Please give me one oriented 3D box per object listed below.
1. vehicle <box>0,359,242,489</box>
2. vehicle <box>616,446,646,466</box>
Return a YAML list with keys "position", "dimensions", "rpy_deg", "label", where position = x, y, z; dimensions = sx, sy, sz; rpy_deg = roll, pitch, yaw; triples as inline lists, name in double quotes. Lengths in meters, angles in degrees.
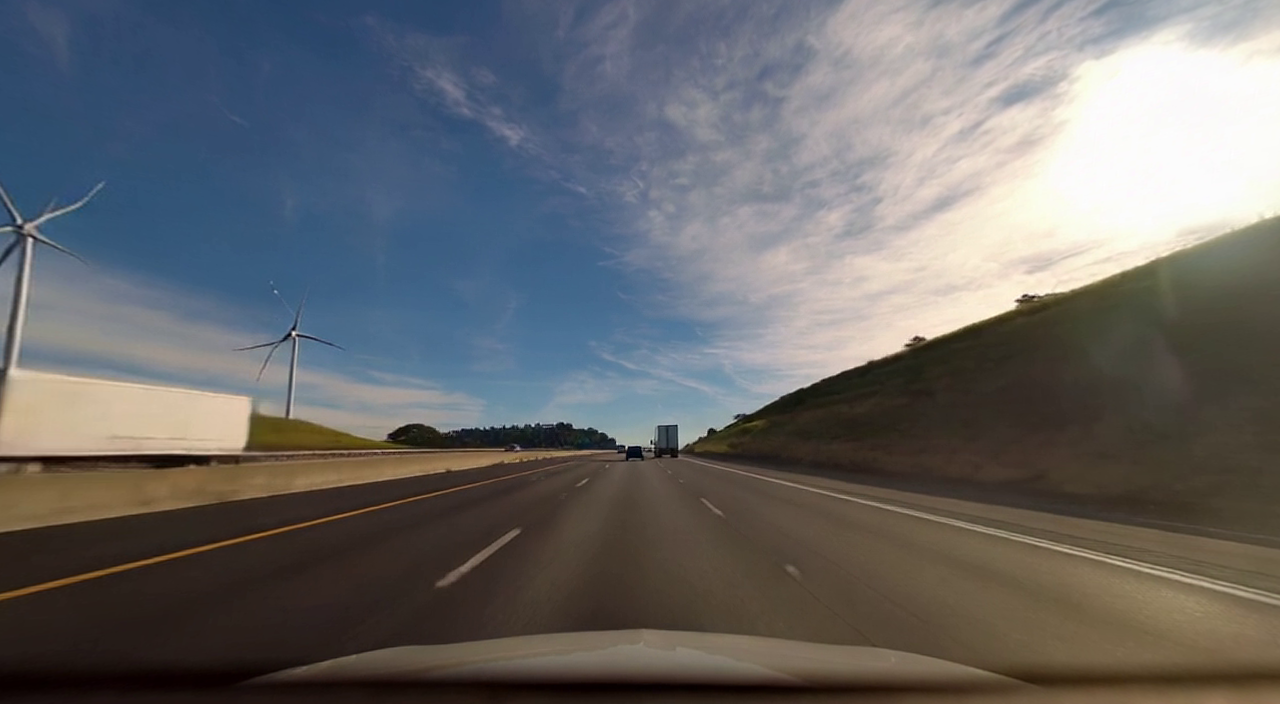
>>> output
- position: [-19.216, 2.548, 20.863]
  dimensions: [3.132, 3.540, 13.884]
  rpy_deg: [0, -9, 0]
  label: "vehicle"
- position: [-0.679, 7.986, 48.563]
  dimensions: [2.209, 1.453, 3.695]
  rpy_deg: [0, -9, -1]
  label: "vehicle"
